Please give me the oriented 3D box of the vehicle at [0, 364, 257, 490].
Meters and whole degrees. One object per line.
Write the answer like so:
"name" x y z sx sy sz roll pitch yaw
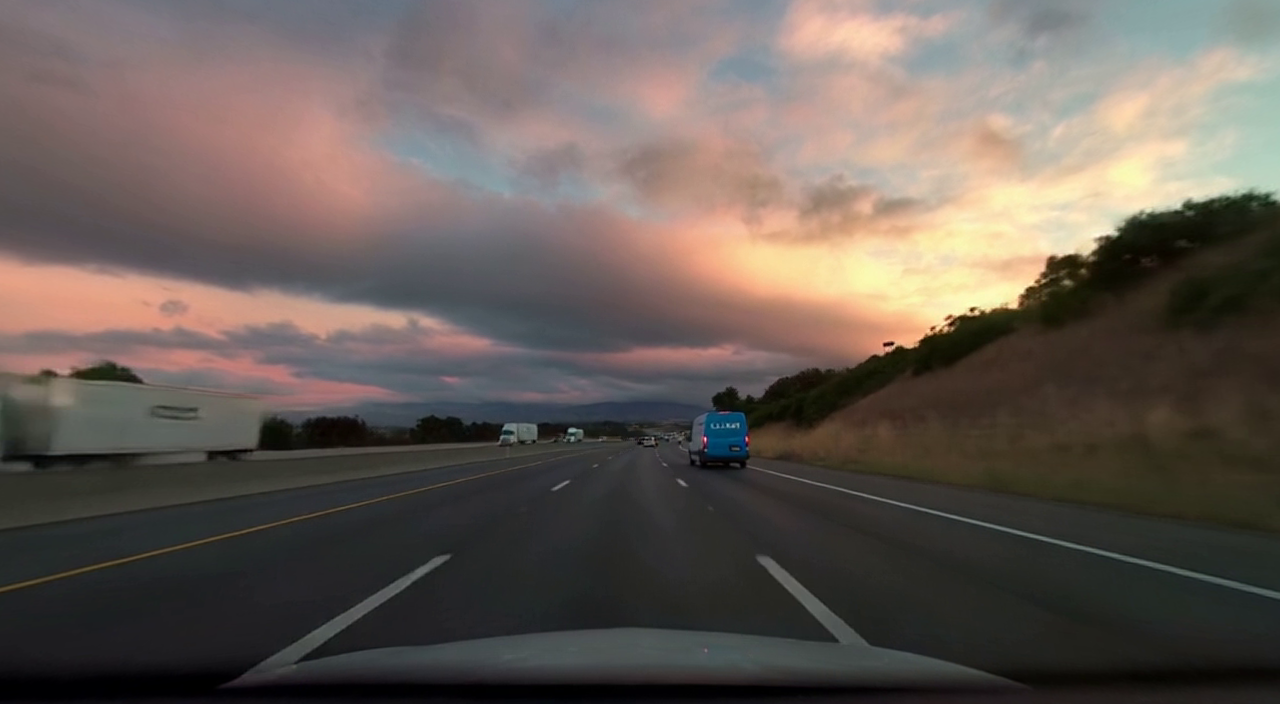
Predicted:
"vehicle" -22.396 3.406 27.116 2.874 4.074 14.233 -1 -8 0

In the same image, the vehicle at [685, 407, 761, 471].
"vehicle" 3.589 3.943 28.436 2.485 2.562 5.535 0 -8 -2
